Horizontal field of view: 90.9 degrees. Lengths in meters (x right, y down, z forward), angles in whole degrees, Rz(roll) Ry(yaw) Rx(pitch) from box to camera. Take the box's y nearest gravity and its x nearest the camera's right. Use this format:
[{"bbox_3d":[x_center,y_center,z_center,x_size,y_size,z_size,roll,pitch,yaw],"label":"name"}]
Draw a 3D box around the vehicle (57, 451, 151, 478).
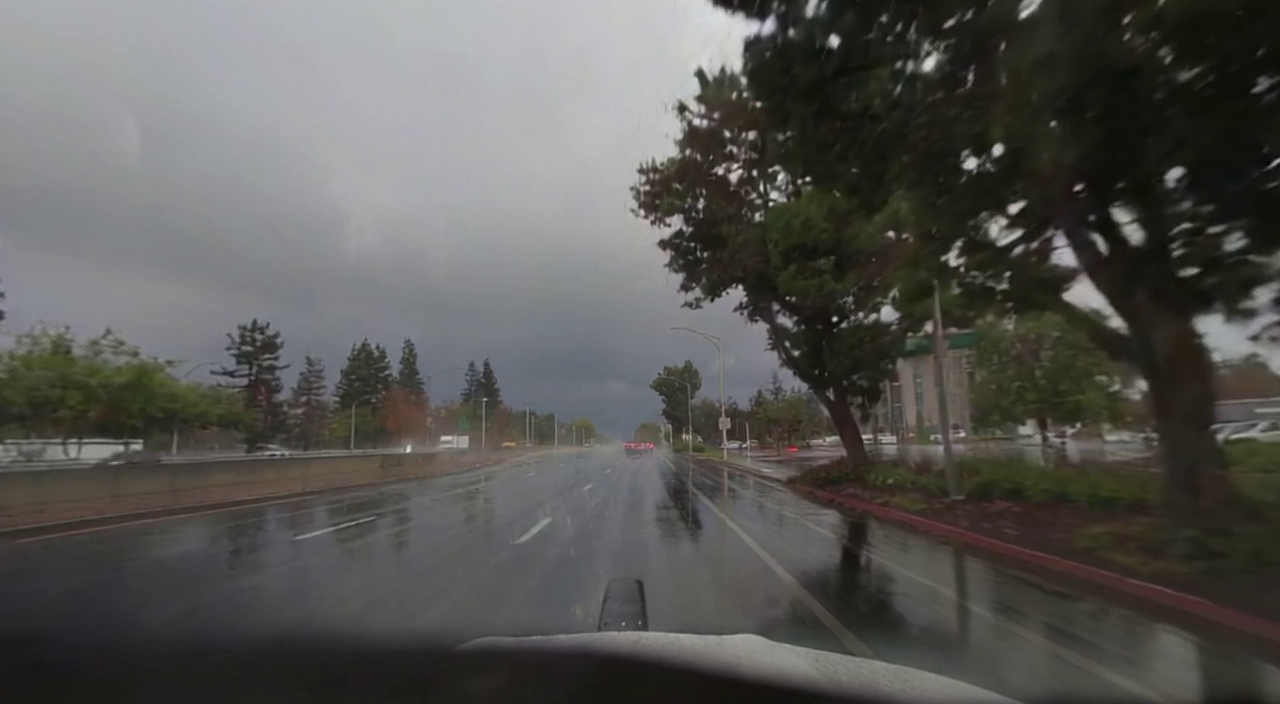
[{"bbox_3d":[-38.148,7.973,45.132,2.022,1.736,5.218,0,-8,2],"label":"vehicle"}]
